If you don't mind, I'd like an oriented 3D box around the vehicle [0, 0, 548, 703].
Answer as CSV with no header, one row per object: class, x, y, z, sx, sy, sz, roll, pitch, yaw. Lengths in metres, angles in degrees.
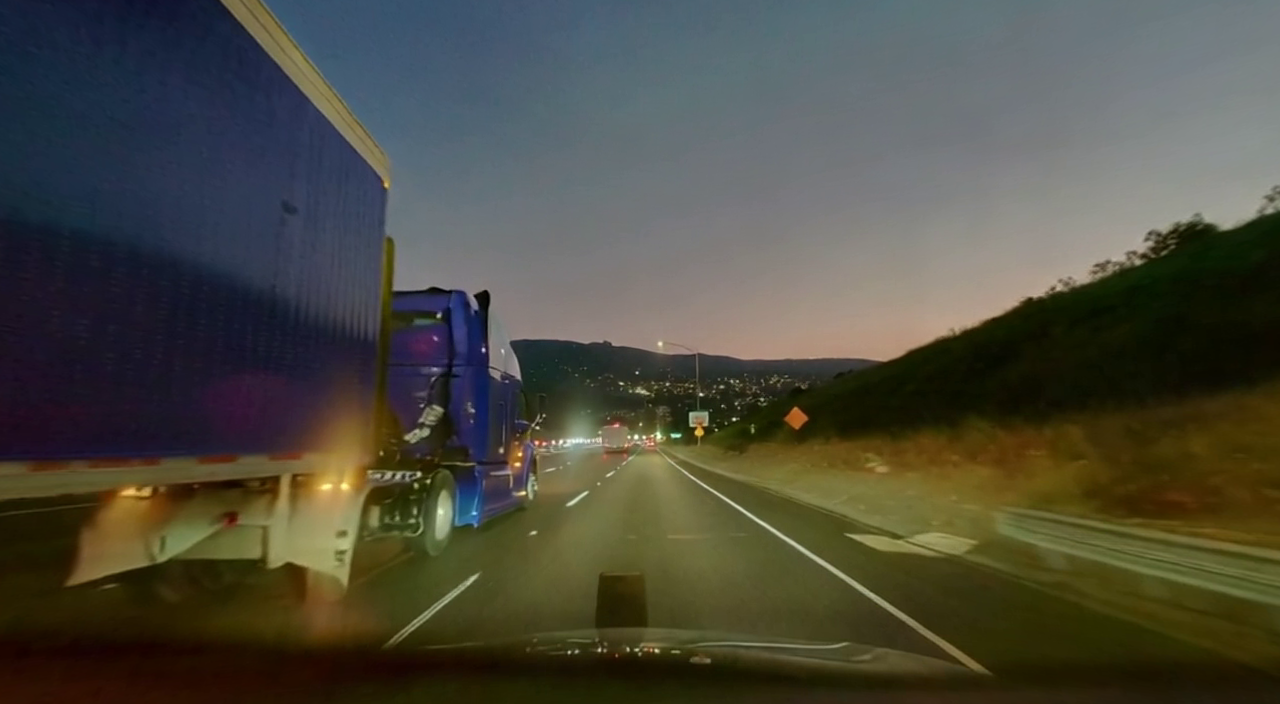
vehicle,-3.265,-0.358,2.669,3.202,4.352,16.251,0,-8,0
